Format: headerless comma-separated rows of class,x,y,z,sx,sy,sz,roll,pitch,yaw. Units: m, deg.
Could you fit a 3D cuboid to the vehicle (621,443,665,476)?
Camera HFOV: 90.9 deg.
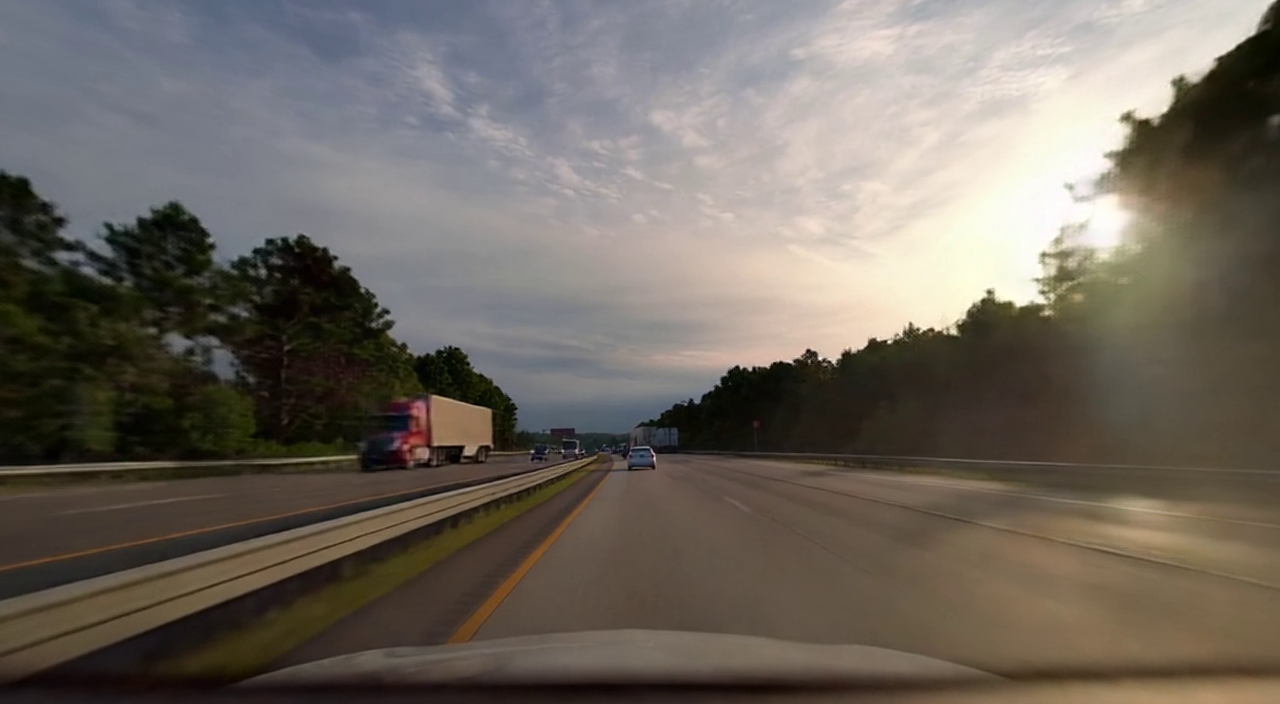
vehicle,0.100,5.333,31.445,2.069,1.523,4.012,0,-8,-1

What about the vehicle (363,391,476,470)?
vehicle,-12.617,4.757,37.420,3.015,4.010,10.258,0,-9,0
